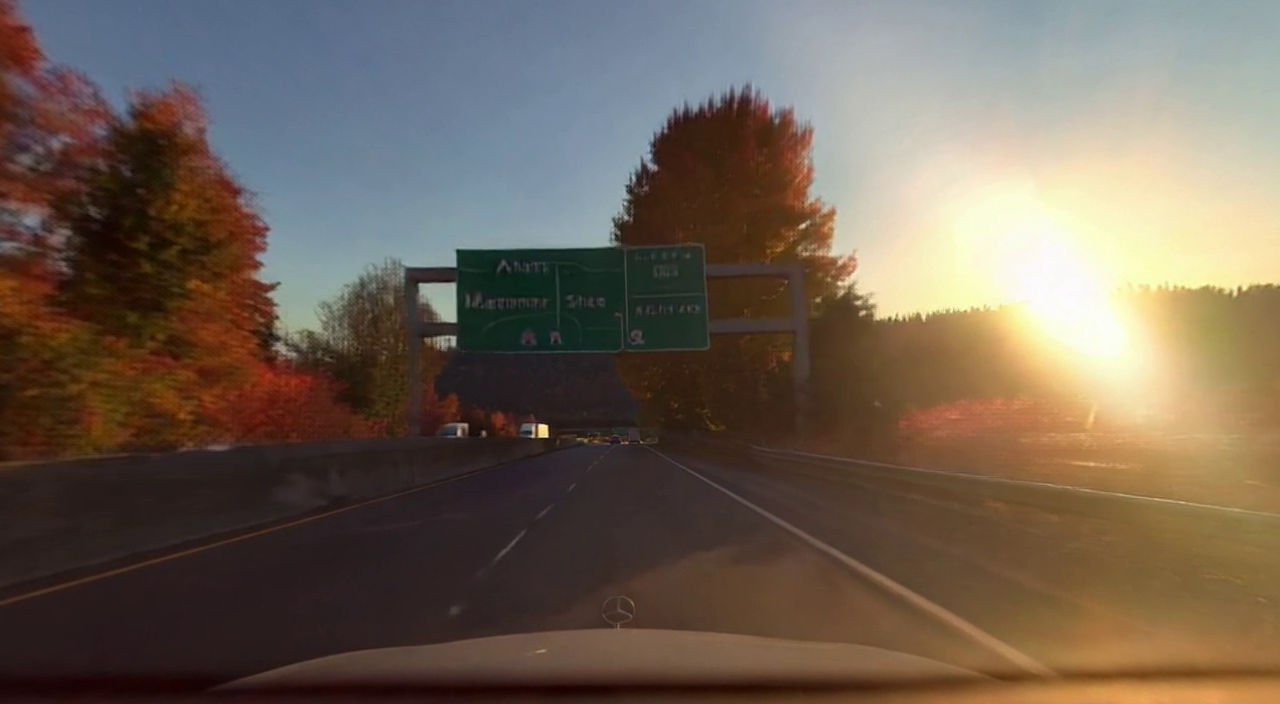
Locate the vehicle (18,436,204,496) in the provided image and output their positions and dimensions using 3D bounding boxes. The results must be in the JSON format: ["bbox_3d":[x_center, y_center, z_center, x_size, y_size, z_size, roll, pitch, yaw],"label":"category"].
[{"bbox_3d":[-14.931,3.192,18.113,1.836,1.507,4.073,0,-8,-1],"label":"vehicle"}]
